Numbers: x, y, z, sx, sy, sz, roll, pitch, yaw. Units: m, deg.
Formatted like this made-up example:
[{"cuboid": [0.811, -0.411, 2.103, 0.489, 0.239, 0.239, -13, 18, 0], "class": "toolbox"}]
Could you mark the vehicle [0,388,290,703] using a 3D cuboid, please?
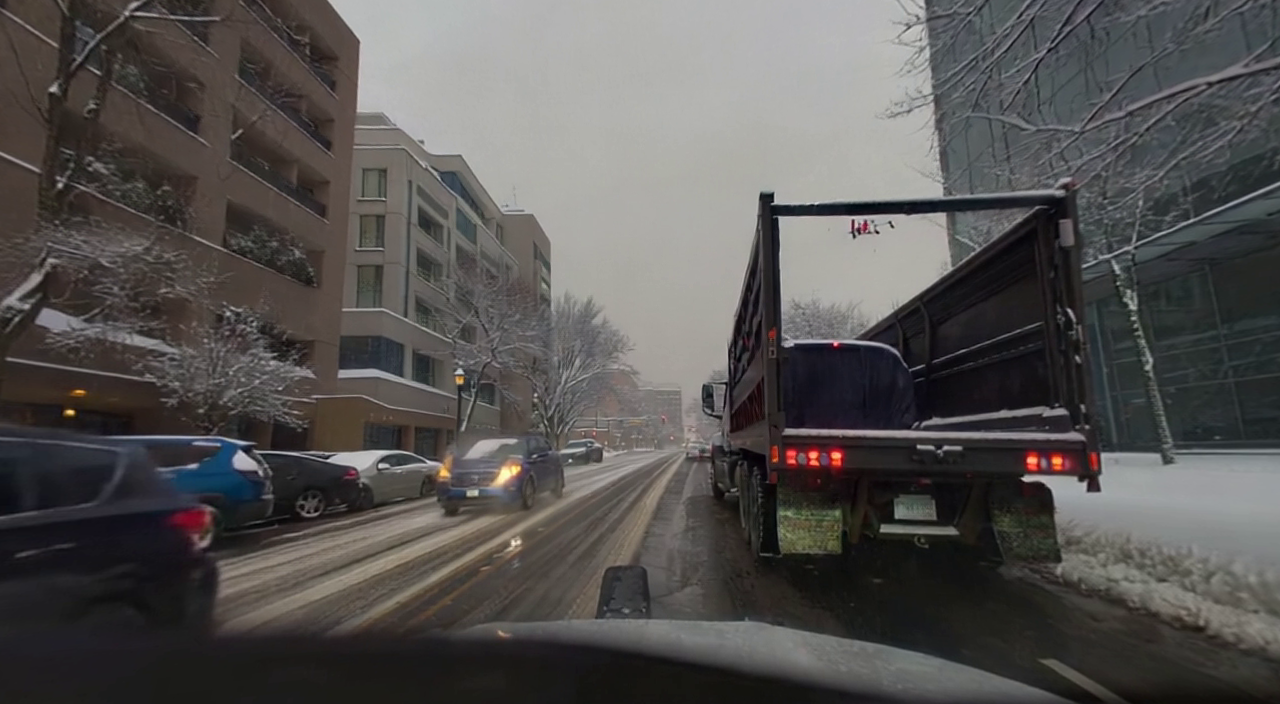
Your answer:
[{"cuboid": [-3.347, 0.835, 1.642, 2.183, 1.563, 4.257, -1, -8, 4], "class": "vehicle"}]

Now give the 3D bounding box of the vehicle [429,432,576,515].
[{"cuboid": [-3.011, 2.781, 15.017, 2.311, 1.631, 4.510, 0, -8, 2], "class": "vehicle"}]

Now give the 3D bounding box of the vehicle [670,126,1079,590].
[{"cuboid": [2.509, 0.799, 11.278, 3.320, 4.034, 11.553, -1, -8, 6], "class": "vehicle"}]
